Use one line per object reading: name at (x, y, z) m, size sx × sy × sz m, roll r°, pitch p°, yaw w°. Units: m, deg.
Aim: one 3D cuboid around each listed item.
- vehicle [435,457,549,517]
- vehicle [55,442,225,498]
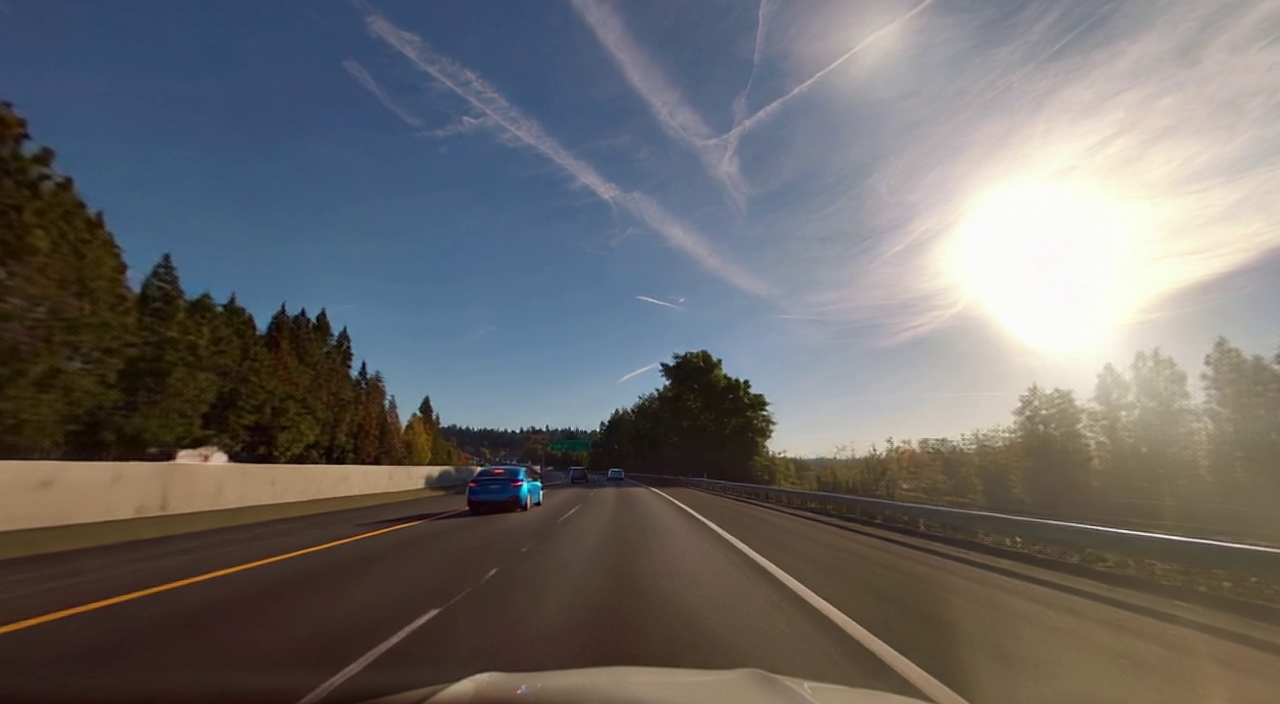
vehicle at (-4.351, 4.116, 19.527) m, size 2.328 × 1.559 × 5.041 m, roll 1°, pitch -11°, yaw -1°
vehicle at (-15.520, 3.725, 19.934) m, size 1.904 × 1.529 × 4.206 m, roll 1°, pitch -11°, yaw -1°
